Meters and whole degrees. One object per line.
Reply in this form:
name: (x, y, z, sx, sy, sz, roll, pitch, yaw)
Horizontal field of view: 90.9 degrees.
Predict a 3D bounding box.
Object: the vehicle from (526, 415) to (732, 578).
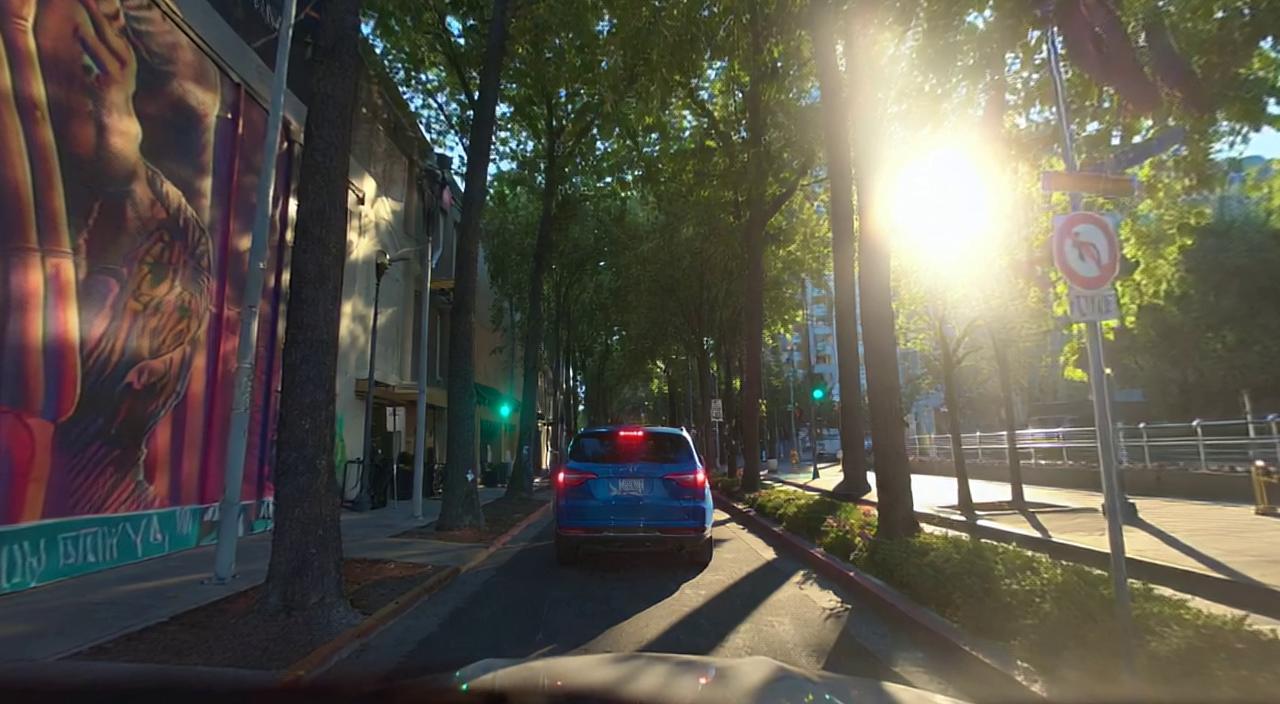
vehicle: (-0.131, 1.753, 8.380, 2.079, 1.621, 3.861, 0, -8, -1)
